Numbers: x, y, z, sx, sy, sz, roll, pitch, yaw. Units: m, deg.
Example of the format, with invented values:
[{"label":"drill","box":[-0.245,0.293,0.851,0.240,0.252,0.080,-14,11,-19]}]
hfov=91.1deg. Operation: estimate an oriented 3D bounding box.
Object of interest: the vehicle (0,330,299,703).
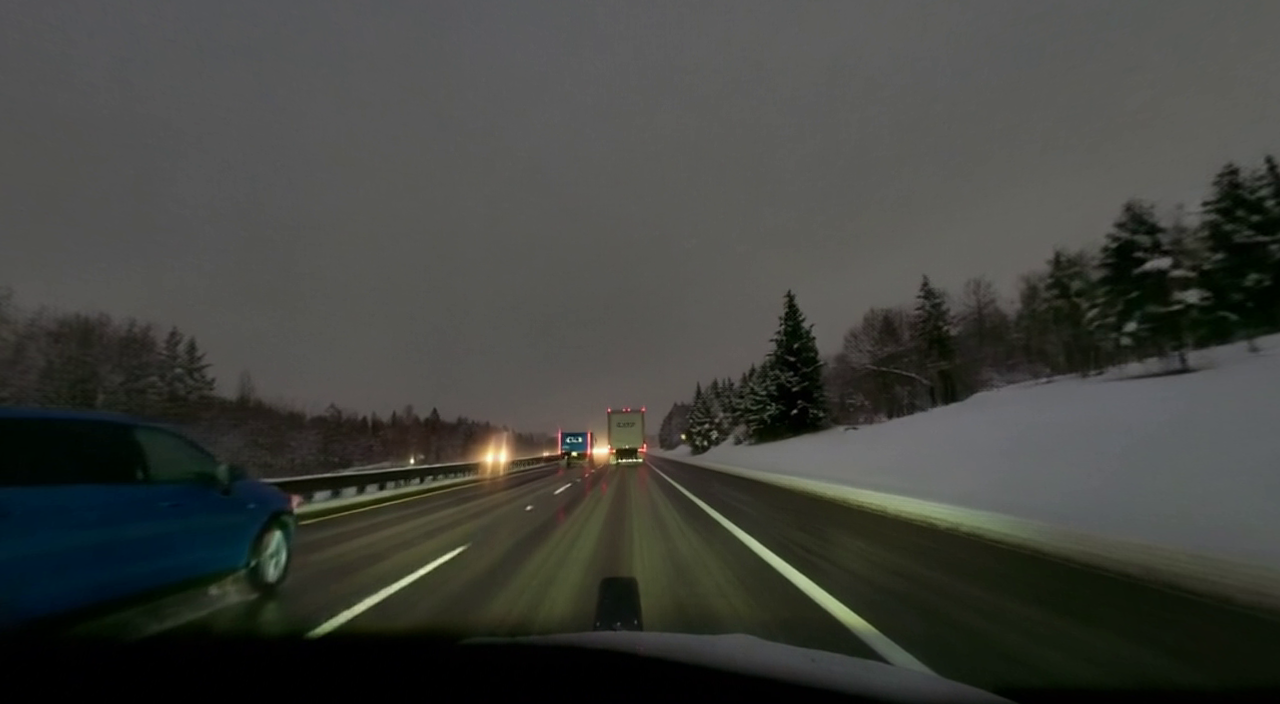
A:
[{"label":"vehicle","box":[-4.375,0.898,3.361,2.226,1.935,5.130,0,-9,0]}]

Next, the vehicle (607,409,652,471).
[{"label":"vehicle","box":[-0.844,6.476,45.855,2.923,4.007,9.760,0,-9,-2]}]

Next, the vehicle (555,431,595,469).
[{"label":"vehicle","box":[-4.911,7.550,48.401,2.529,2.697,5.935,0,-9,-1]}]
